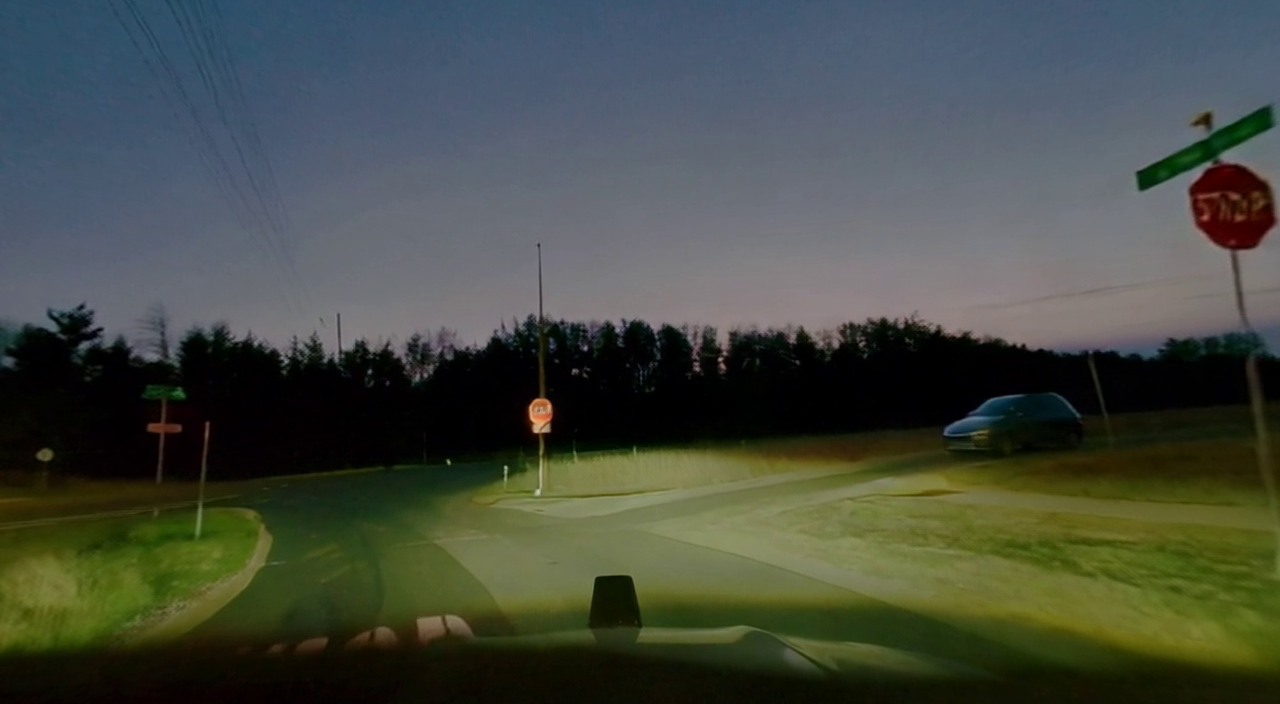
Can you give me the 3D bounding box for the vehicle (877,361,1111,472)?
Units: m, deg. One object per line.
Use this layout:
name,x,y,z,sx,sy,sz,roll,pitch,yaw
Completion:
vehicle,7.888,1.414,14.047,4.403,1.574,1.914,-9,-5,-20
